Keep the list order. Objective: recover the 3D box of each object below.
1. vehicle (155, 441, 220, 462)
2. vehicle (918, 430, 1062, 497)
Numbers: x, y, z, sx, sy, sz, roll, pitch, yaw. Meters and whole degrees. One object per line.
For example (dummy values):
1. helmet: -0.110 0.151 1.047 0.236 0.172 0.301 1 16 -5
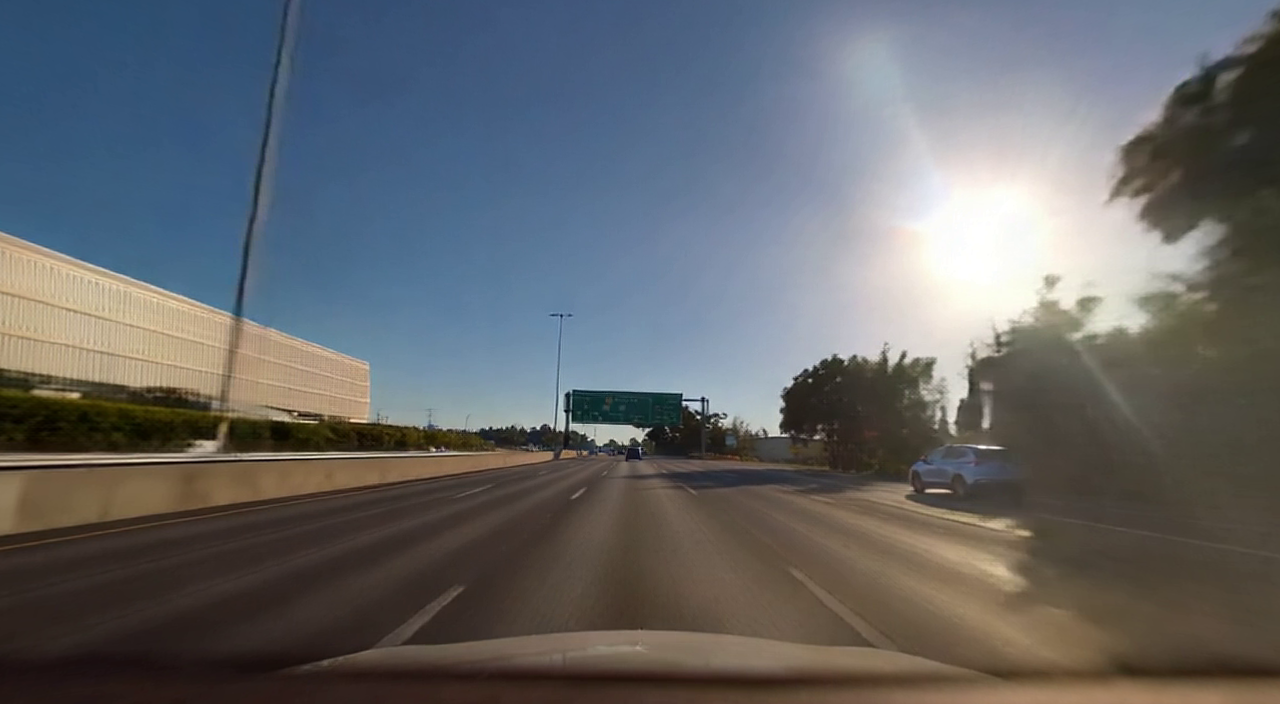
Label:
1. vehicle: -34.113 7.499 47.675 1.826 1.521 4.192 0 -9 -2
2. vehicle: 13.493 4.343 24.889 2.411 2.326 5.300 0 -9 -3
